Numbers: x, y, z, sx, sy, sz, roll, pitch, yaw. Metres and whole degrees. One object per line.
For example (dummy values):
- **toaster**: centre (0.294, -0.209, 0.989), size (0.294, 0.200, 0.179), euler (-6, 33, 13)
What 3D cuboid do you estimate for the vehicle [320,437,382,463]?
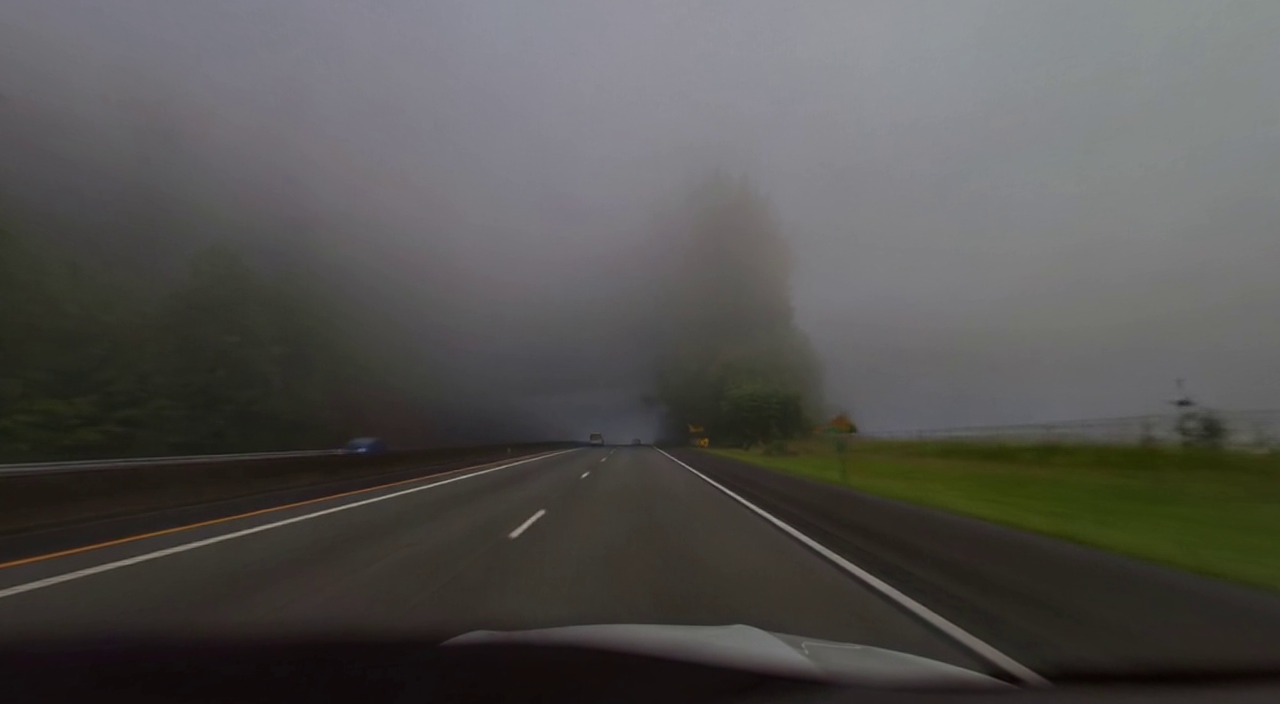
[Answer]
- **vehicle**: centre (-17.808, 6.057, 39.078), size (1.807, 1.507, 4.263), euler (0, -8, 0)
